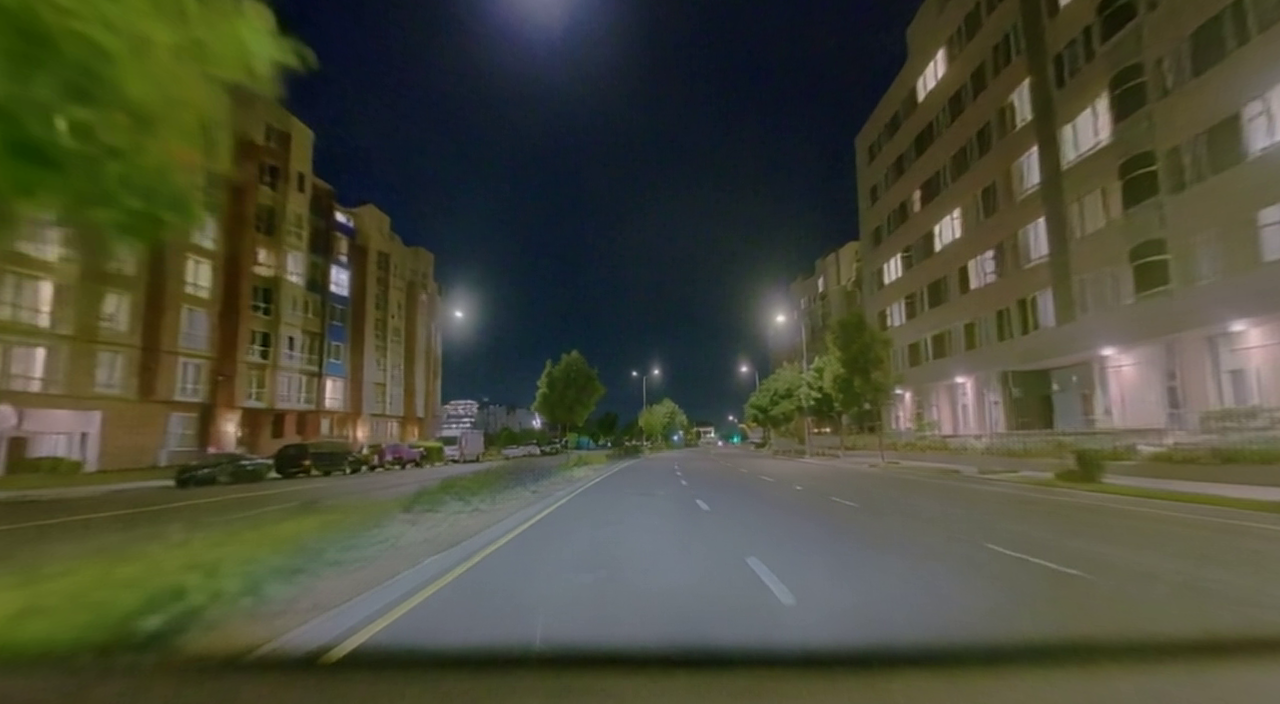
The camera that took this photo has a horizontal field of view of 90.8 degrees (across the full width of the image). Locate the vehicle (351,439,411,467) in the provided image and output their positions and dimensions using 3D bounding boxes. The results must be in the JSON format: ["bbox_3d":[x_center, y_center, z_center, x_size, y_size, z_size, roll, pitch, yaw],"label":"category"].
[{"bbox_3d":[-18.129,7.085,44.487,2.001,1.836,4.746,-1,-8,2],"label":"vehicle"}]

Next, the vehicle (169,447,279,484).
[{"bbox_3d":[-18.775,5.100,28.782,1.880,1.457,4.487,-3,-8,2],"label":"vehicle"}]

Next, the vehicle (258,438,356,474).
[{"bbox_3d":[-18.384,5.785,35.224,2.295,1.809,5.236,-2,-9,4],"label":"vehicle"}]
